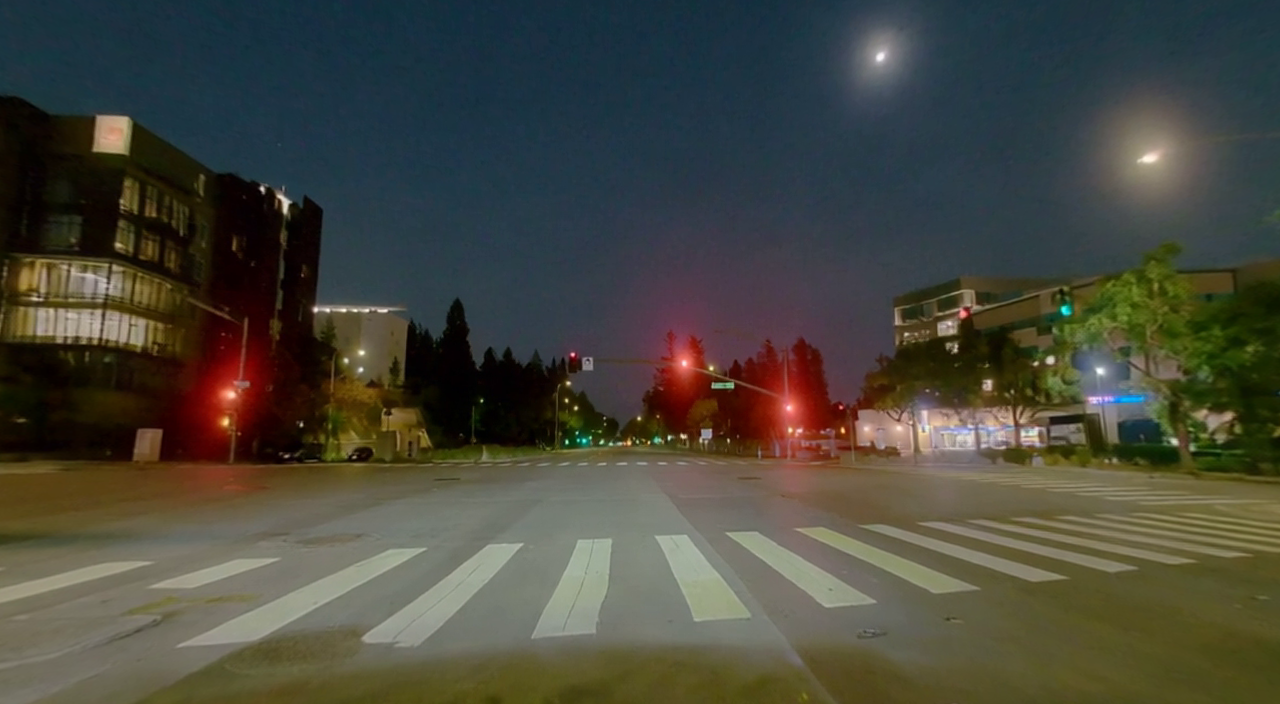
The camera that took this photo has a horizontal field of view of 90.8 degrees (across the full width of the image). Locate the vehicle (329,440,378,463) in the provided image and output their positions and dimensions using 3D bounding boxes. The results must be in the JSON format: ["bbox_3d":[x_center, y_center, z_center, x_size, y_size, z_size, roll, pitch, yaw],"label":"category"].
[{"bbox_3d":[-22.512,7.830,49.789,2.023,1.706,4.756,1,-9,-6],"label":"vehicle"}]

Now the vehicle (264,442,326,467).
[{"bbox_3d":[-21.842,6.500,40.202,2.005,1.496,4.020,1,-9,-6],"label":"vehicle"}]
